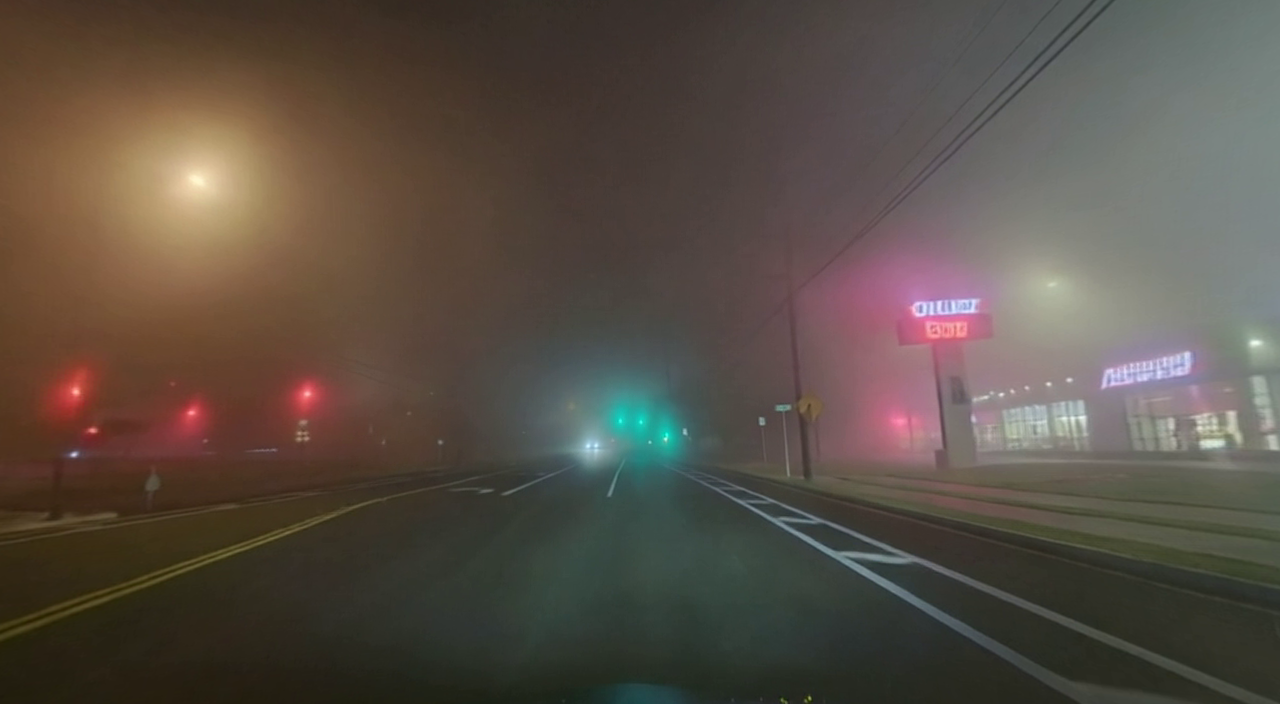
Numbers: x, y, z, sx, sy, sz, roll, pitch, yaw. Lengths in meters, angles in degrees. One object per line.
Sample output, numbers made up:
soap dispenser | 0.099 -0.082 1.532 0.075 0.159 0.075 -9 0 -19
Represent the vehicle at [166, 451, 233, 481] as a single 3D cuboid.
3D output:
vehicle | -29.094 7.460 41.528 4.811 1.756 2.070 -6 -11 37
